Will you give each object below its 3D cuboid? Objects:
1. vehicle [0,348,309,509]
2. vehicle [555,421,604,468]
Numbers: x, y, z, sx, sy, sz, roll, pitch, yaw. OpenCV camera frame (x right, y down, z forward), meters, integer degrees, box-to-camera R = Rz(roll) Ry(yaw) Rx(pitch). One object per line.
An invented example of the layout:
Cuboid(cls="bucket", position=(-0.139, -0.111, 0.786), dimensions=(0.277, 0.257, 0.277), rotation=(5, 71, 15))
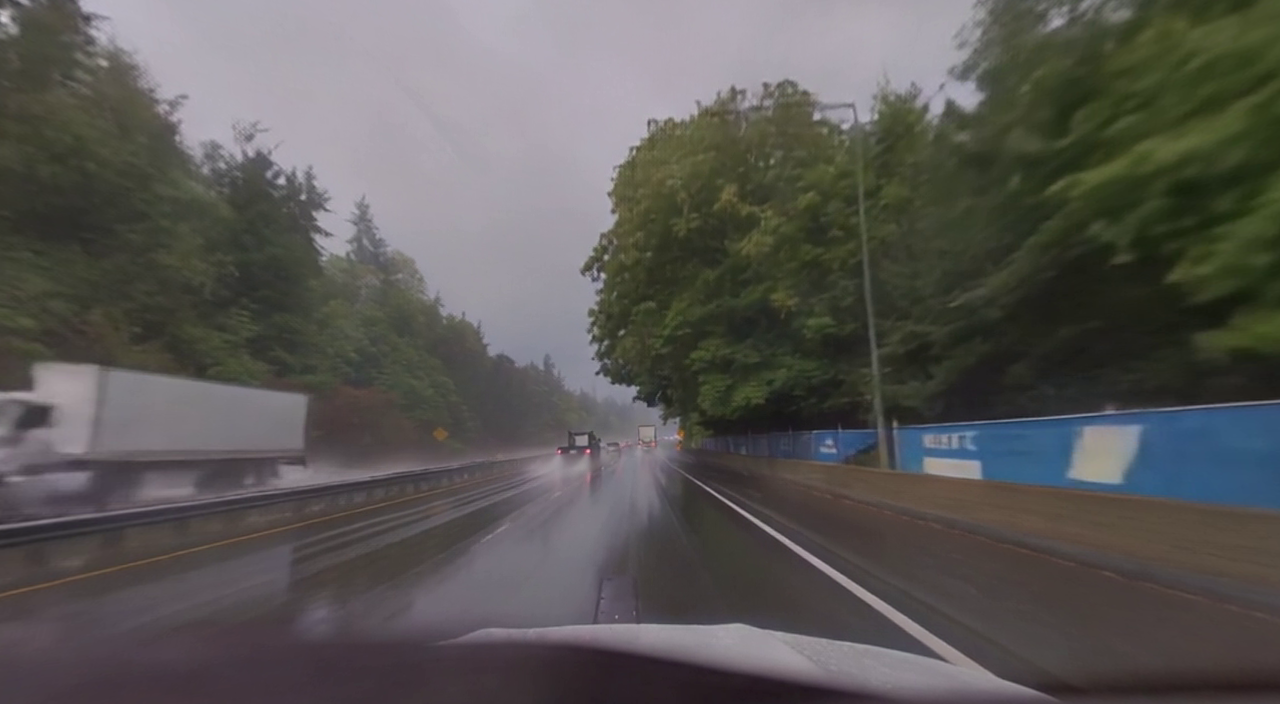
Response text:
Cuboid(cls="vehicle", position=(-17.265, 2.915, 22.701), dimensions=(2.897, 3.982, 14.641), rotation=(-1, -8, -1))
Cuboid(cls="vehicle", position=(-3.603, 5.705, 38.890), dimensions=(2.484, 2.625, 5.907), rotation=(0, -8, 0))
